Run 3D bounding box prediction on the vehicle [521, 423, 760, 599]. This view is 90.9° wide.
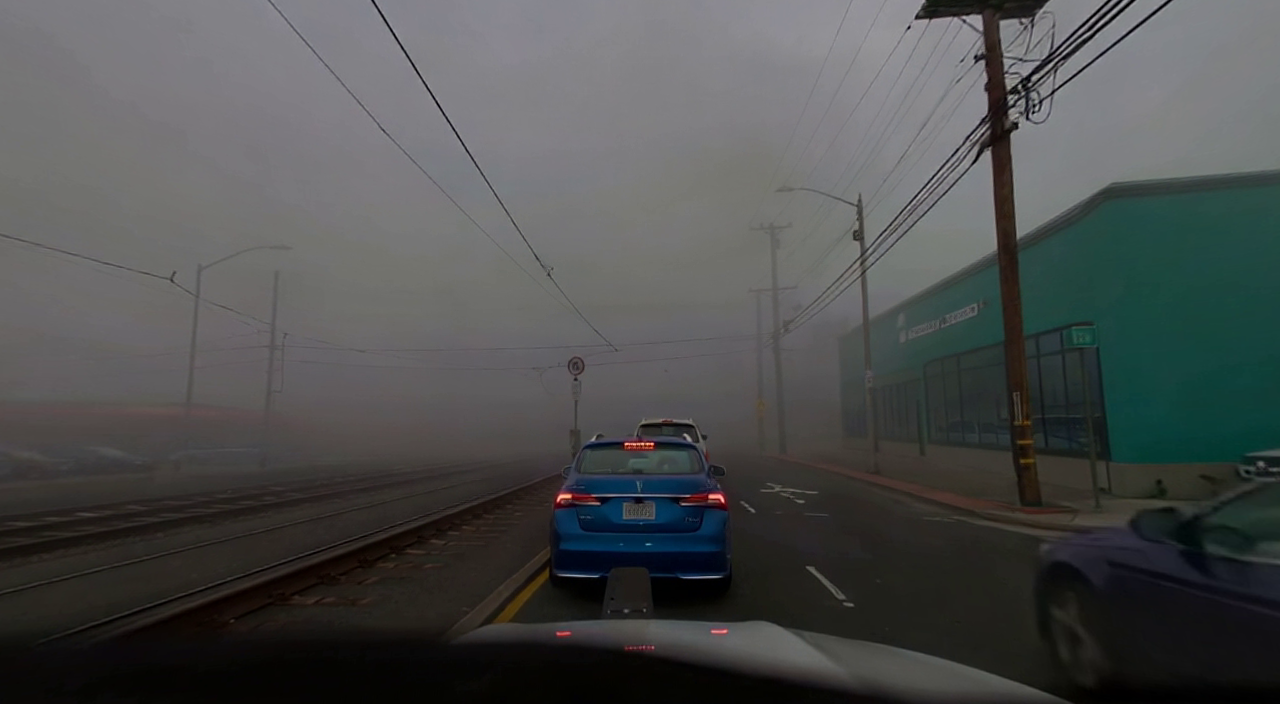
[{"bbox_3d":[0.087,1.702,7.607,2.090,1.518,4.033,-1,-9,3],"label":"vehicle"}]

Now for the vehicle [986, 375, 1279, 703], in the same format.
[{"bbox_3d":[2.879,0.768,1.563,1.948,1.490,4.405,-1,-9,7],"label":"vehicle"}]

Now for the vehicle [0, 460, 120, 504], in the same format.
[{"bbox_3d":[-21.933,4.674,22.838,4.566,1.453,1.935,-1,-9,5],"label":"vehicle"}]
